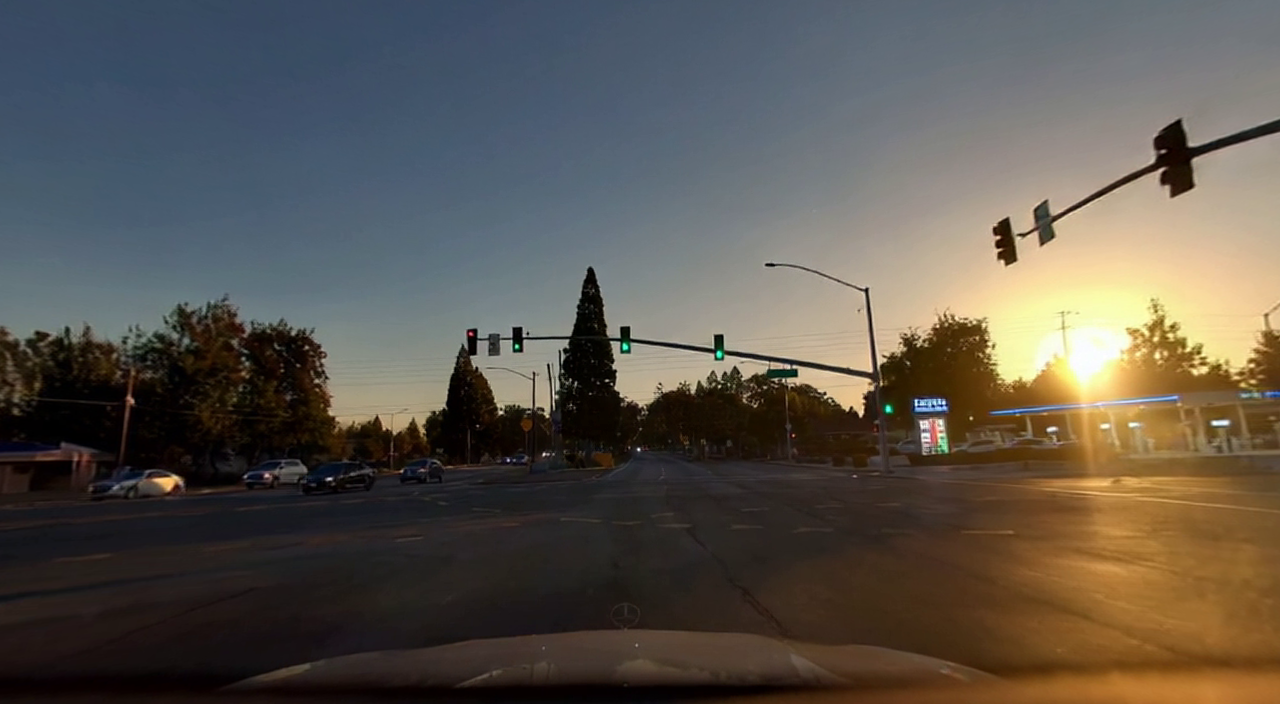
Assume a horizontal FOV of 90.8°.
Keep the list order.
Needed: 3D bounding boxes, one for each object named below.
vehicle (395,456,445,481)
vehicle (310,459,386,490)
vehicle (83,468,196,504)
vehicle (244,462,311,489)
[{"bbox_3d":[-15.445,8.200,44.608,2.053,1.598,4.336,0,-9,-1],"label":"vehicle"},{"bbox_3d":[-15.325,6.447,33.403,1.920,1.434,4.328,0,-9,0],"label":"vehicle"},{"bbox_3d":[-24.590,6.580,31.313,1.895,1.483,4.790,0,-9,-3],"label":"vehicle"},{"bbox_3d":[-24.889,8.479,43.604,2.098,1.684,4.388,0,-9,-2],"label":"vehicle"}]
